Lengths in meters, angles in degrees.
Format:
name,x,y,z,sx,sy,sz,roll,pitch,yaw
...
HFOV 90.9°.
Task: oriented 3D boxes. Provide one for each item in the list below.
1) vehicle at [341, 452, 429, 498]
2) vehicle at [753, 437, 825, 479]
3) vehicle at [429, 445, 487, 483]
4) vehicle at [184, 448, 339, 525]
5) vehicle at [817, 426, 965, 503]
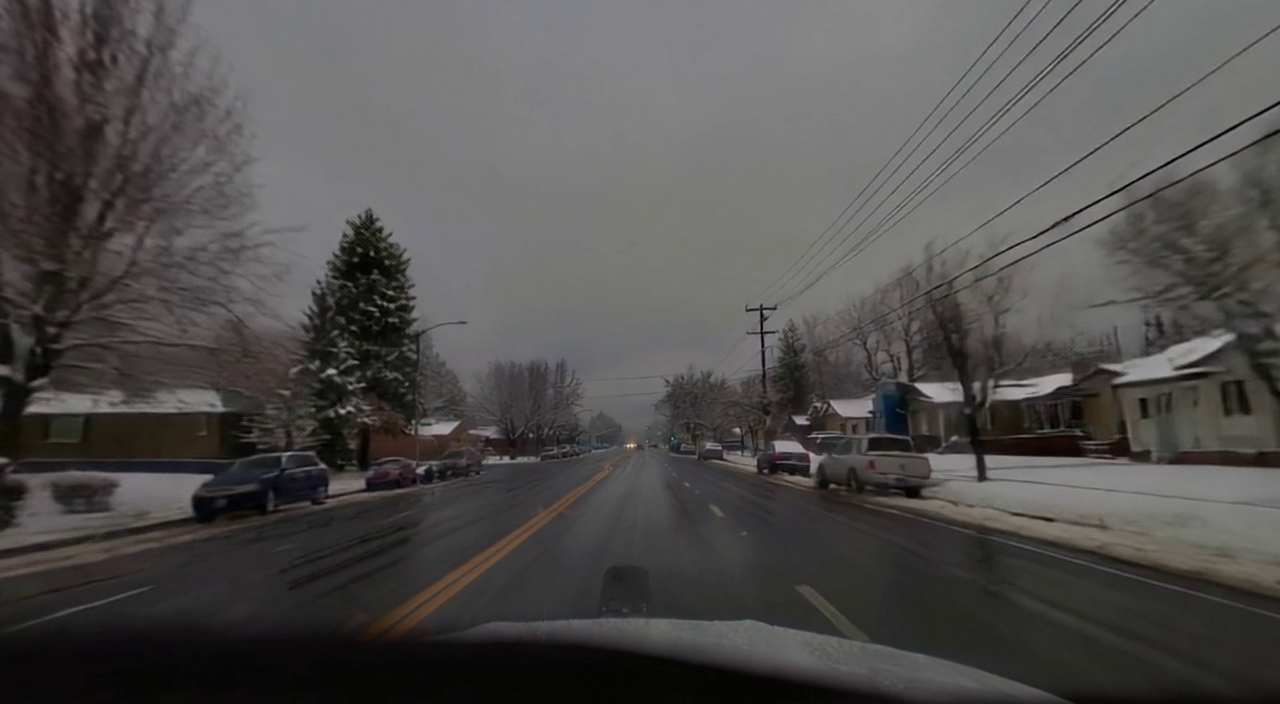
name,x,y,z,sx,sy,sz,roll,pitch,yaw
vehicle,-10.546,5.059,26.398,1.932,1.472,4.516,-3,-7,-2
vehicle,6.826,4.905,29.411,2.194,1.741,4.800,-1,-9,0
vehicle,-10.342,6.324,36.060,1.984,1.762,4.266,-4,-7,0
vehicle,-10.398,3.661,17.776,1.974,1.696,4.336,-3,-8,-4
vehicle,6.788,3.101,17.775,2.128,1.823,4.834,-1,-9,0
